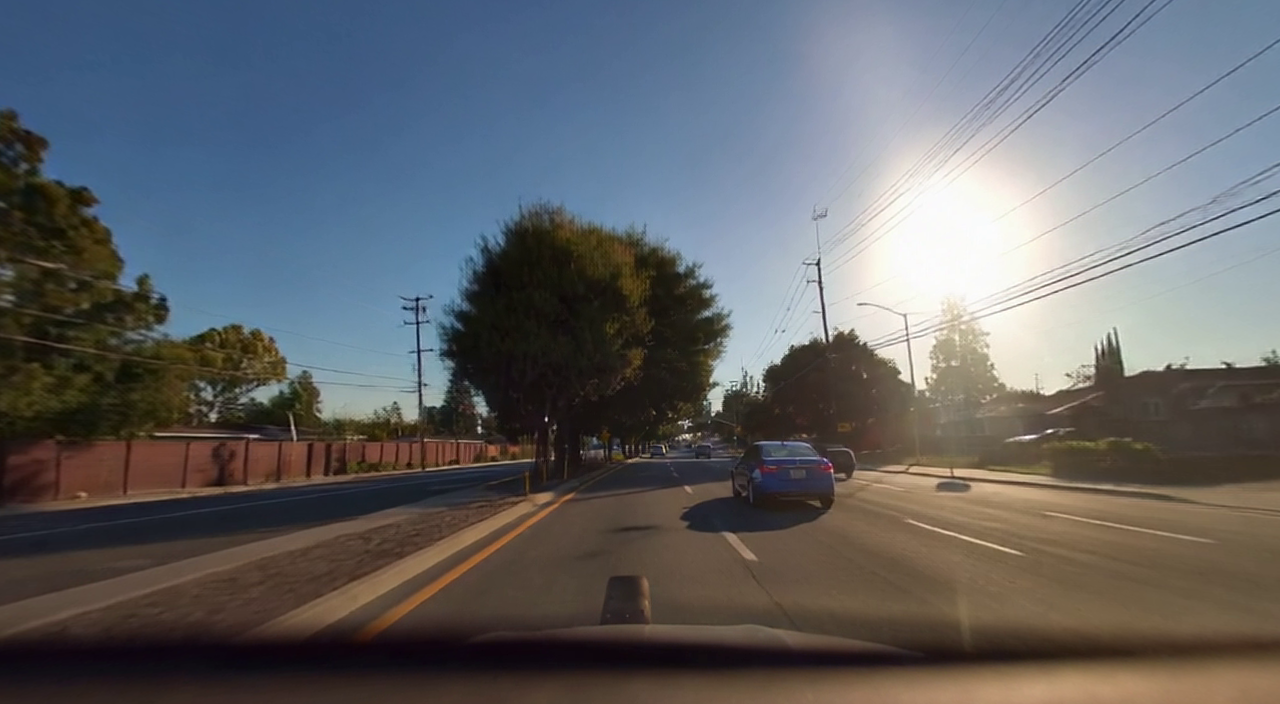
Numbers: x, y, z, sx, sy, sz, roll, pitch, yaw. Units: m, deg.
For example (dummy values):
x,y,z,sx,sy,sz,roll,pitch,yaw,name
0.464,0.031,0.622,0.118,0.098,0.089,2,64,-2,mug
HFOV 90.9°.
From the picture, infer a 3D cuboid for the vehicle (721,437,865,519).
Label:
x,y,z,sx,sy,sz,roll,pitch,yaw,name
3.105,2.651,13.798,2.063,1.481,4.247,0,-9,0,vehicle
